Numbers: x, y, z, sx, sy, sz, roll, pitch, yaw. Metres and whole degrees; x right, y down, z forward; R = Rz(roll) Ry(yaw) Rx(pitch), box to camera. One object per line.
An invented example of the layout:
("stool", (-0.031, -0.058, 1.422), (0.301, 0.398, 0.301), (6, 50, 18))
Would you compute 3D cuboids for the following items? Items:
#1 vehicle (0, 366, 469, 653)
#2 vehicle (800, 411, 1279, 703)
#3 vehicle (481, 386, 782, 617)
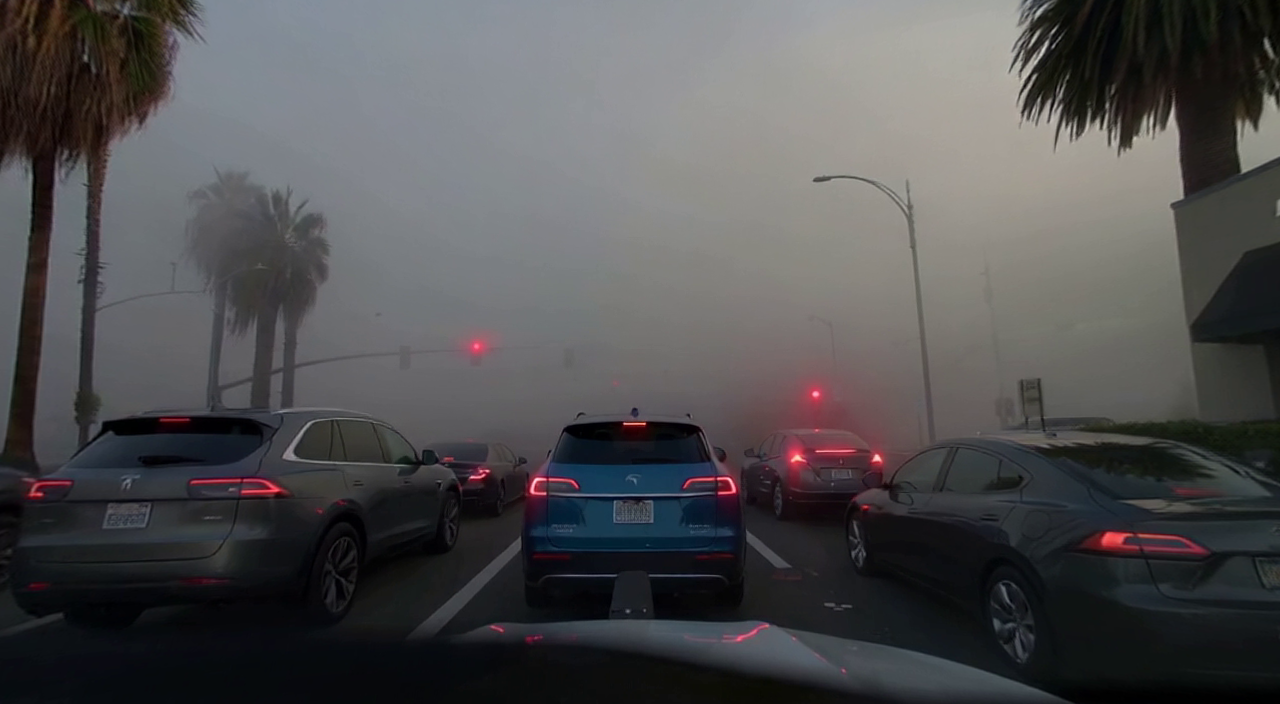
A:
("vehicle", (-3.335, 1.282, 6.128), (2.014, 1.755, 4.360), (0, -8, 1))
("vehicle", (2.974, 1.367, 5.244), (2.017, 1.491, 4.611), (0, -8, -1))
("vehicle", (-0.114, 1.457, 7.057), (2.280, 1.747, 4.361), (0, -8, -1))
